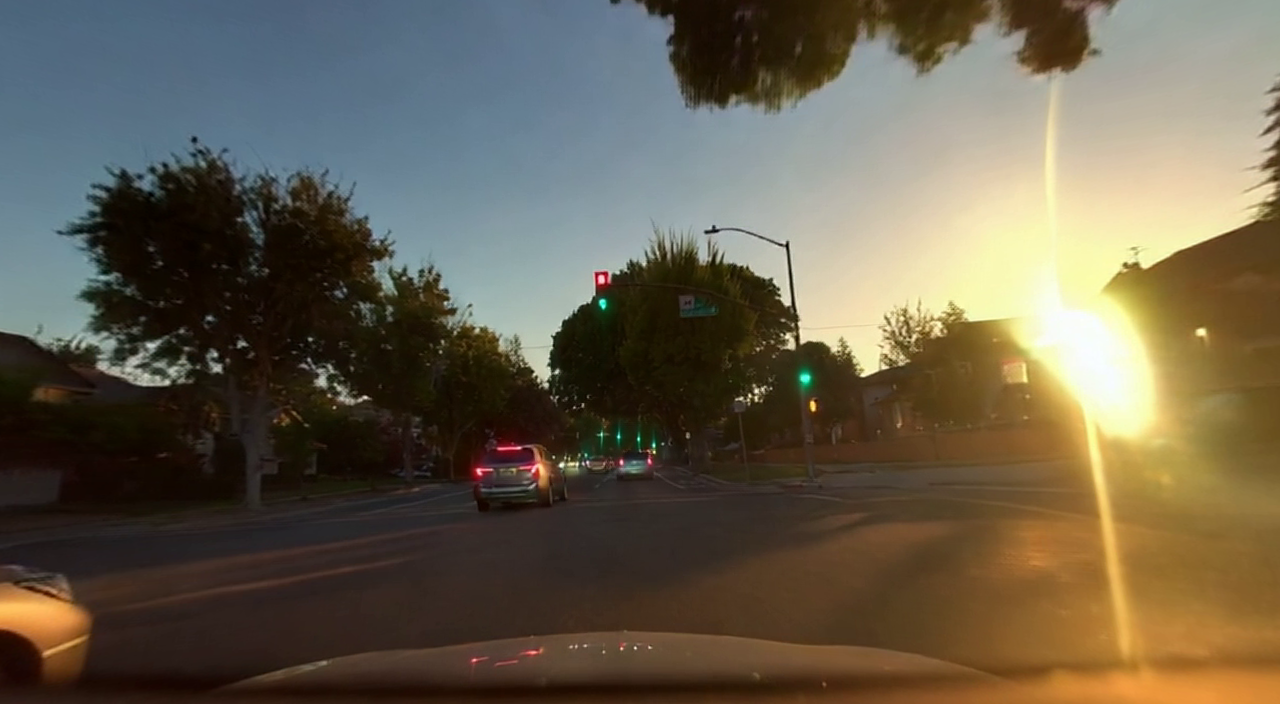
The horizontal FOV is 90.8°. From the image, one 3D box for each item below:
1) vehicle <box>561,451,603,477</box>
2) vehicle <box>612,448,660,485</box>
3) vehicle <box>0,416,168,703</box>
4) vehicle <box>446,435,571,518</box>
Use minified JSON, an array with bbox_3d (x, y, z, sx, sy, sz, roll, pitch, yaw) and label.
[{"bbox_3d":[-3.731,7.330,41.448,2.268,1.522,4.350,-1,-8,0],"label":"vehicle"},{"bbox_3d":[-0.188,5.177,28.848,2.062,1.518,3.901,-1,-8,-1],"label":"vehicle"},{"bbox_3d":[-3.521,0.793,0.998,1.934,1.475,4.741,-1,-8,-1],"label":"vehicle"},{"bbox_3d":[-3.151,3.066,16.168,2.157,1.771,4.452,-1,-8,1],"label":"vehicle"}]
